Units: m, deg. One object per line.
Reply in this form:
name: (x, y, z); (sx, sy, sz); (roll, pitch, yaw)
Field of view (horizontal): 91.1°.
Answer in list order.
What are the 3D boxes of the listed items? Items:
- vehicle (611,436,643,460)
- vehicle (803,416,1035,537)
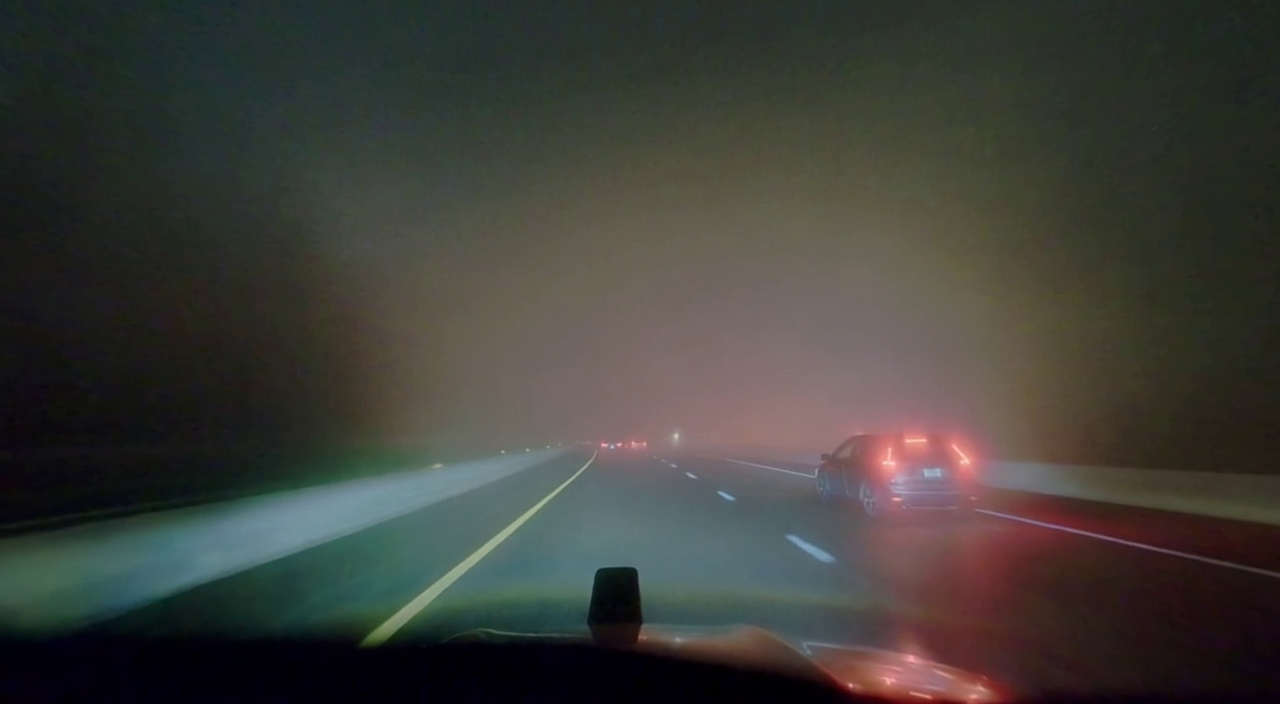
vehicle: (-0.917, 6.393, 42.095); (1.998, 1.512, 3.735); (0, -8, -3)
vehicle: (4.030, 1.834, 9.858); (1.852, 1.513, 3.652); (0, -8, -2)
